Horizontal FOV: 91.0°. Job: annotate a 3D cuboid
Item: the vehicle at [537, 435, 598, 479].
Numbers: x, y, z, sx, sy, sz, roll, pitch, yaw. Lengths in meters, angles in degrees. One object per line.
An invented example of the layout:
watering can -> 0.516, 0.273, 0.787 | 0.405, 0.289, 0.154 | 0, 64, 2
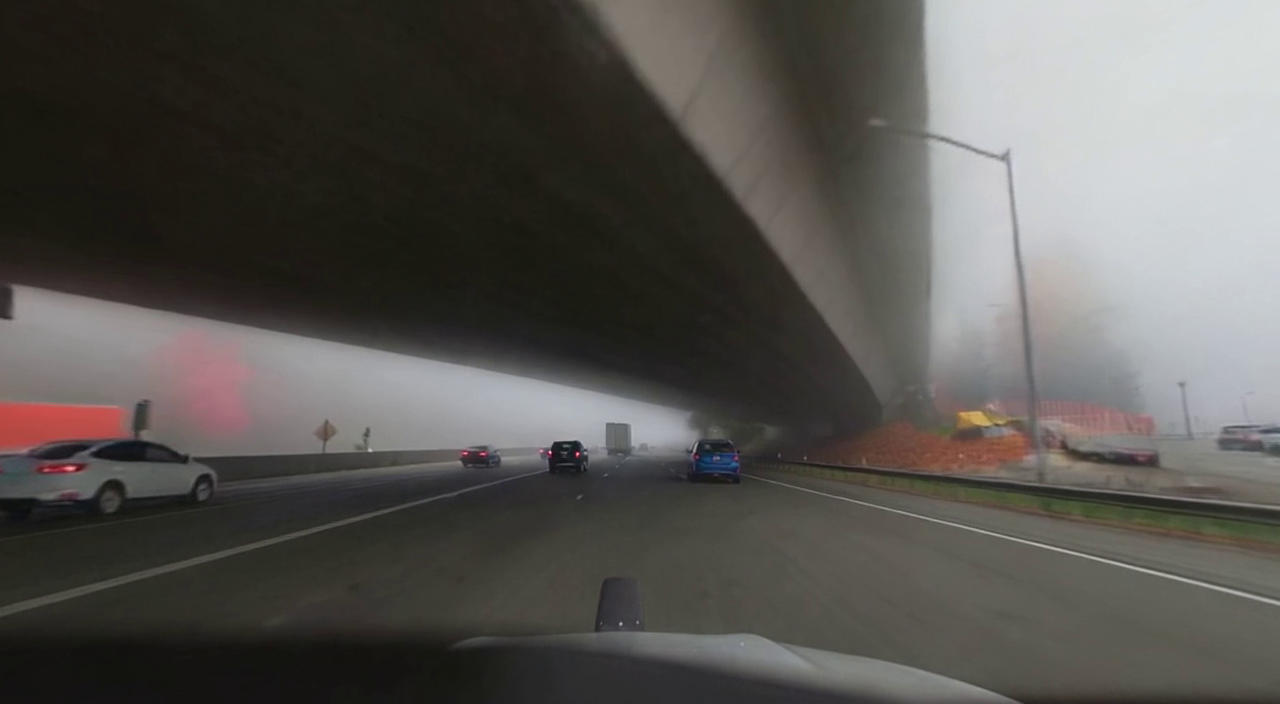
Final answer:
vehicle -> -3.095, 4.614, 27.857 | 2.111, 1.742, 4.315 | 0, -9, 1

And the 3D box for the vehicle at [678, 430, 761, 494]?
vehicle -> 2.341, 3.426, 19.870 | 2.101, 1.742, 4.495 | 0, -9, 1

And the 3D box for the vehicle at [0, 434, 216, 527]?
vehicle -> -10.985, 2.451, 12.617 | 1.919, 1.509, 4.265 | 0, -9, 1

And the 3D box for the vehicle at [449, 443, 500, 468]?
vehicle -> -10.730, 6.756, 41.183 | 2.006, 1.509, 4.634 | 0, -9, 1
